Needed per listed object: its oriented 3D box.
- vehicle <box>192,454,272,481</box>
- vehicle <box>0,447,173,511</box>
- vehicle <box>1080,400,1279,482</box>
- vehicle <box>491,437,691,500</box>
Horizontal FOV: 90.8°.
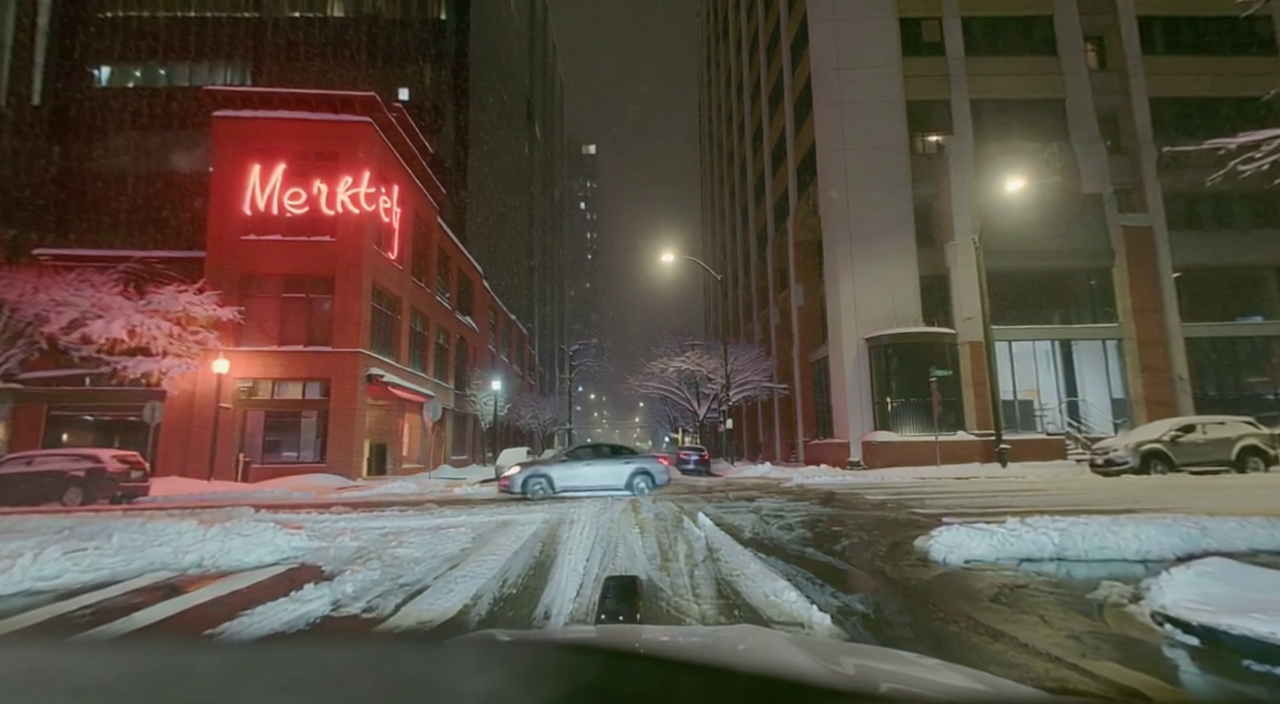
[{"bbox_3d":[-24.269,6.900,37.685,3.618,1.412,1.587,-1,-9,-7],"label":"vehicle"},{"bbox_3d":[-16.149,3.485,17.588,4.558,1.635,2.008,1,-9,-6],"label":"vehicle"},{"bbox_3d":[18.541,3.009,21.401,5.384,2.586,2.358,0,-9,-1],"label":"vehicle"},{"bbox_3d":[-1.280,2.997,16.519,4.877,1.482,2.041,1,-9,-7],"label":"vehicle"}]
